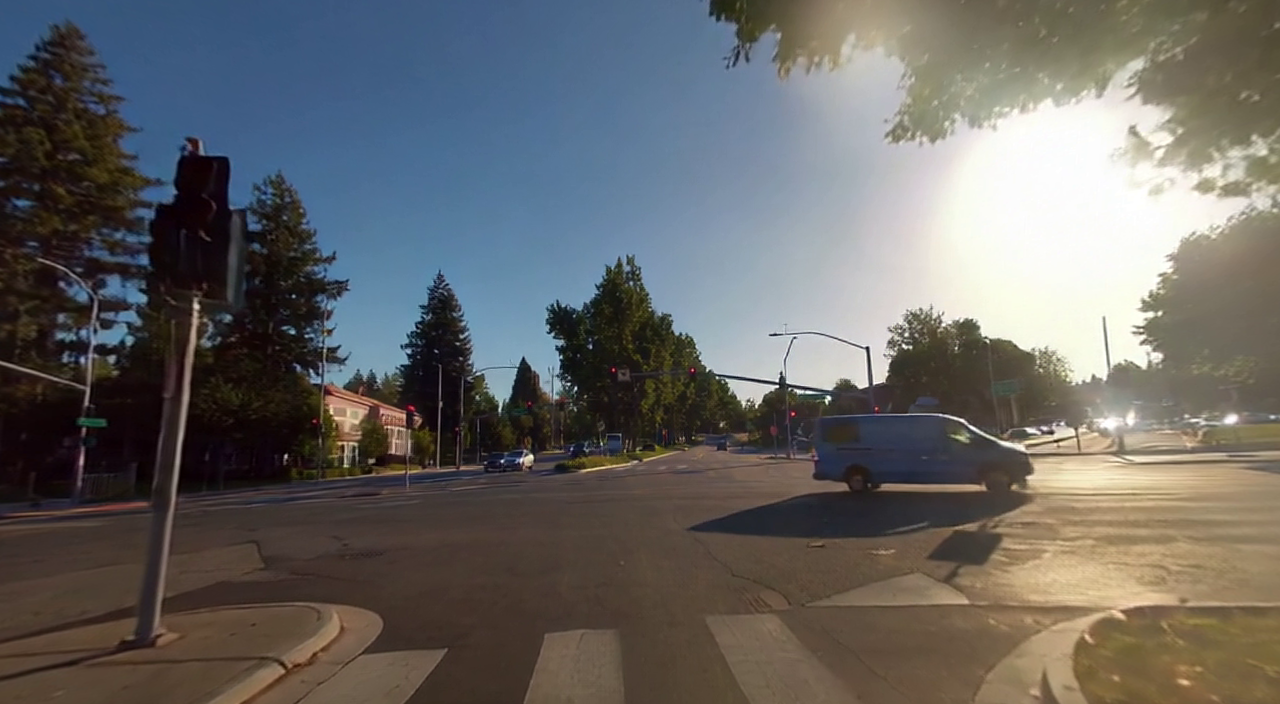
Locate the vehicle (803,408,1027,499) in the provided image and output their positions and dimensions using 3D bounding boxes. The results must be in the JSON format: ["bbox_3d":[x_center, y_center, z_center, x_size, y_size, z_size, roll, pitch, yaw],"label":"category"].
[{"bbox_3d":[8.198,3.052,19.278,5.791,2.404,2.465,-4,-9,26],"label":"vehicle"}]
